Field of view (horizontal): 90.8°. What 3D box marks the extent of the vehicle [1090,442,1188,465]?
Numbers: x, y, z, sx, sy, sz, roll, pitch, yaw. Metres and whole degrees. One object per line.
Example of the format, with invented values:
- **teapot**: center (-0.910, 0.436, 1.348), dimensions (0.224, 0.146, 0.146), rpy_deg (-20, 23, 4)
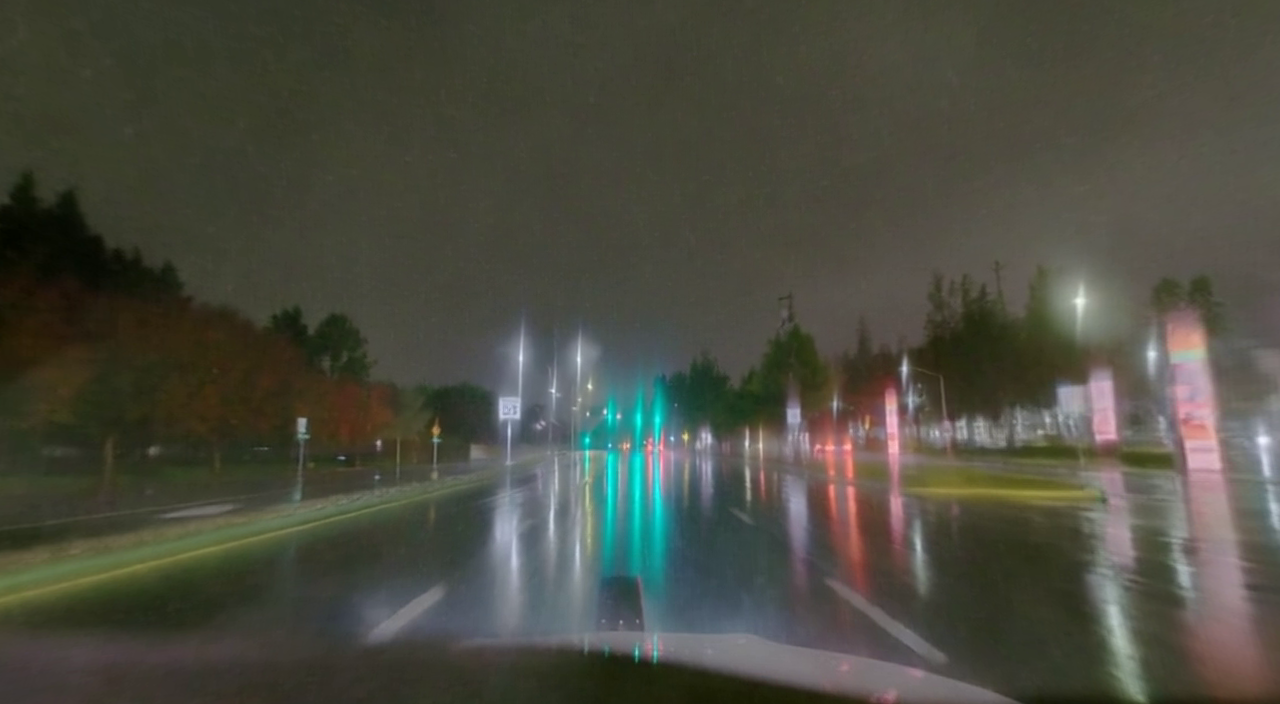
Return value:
- **vehicle**: center (33.880, 6.877, 43.022), dimensions (1.918, 1.430, 4.904), rpy_deg (8, -11, -42)
